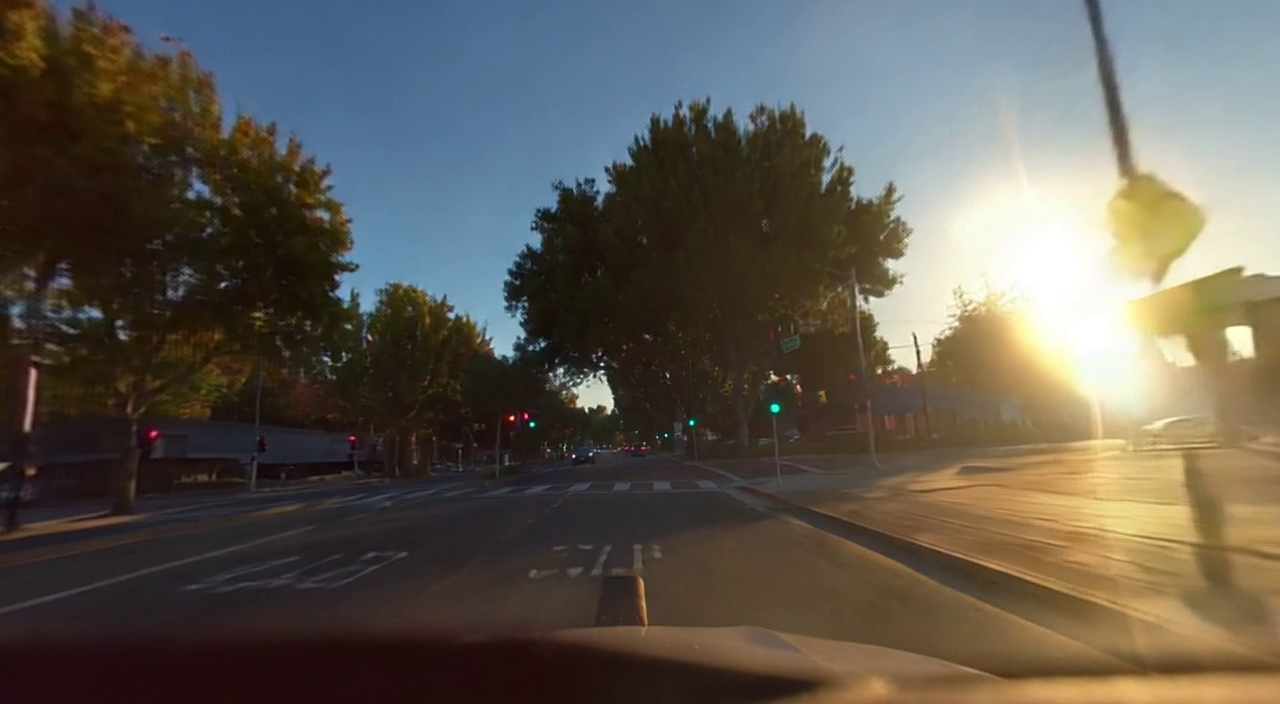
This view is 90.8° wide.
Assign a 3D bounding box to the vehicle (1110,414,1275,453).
[{"bbox_3d":[23.422,3.500,26.965,4.902,1.519,2.182,-1,-9,1],"label":"vehicle"}]
